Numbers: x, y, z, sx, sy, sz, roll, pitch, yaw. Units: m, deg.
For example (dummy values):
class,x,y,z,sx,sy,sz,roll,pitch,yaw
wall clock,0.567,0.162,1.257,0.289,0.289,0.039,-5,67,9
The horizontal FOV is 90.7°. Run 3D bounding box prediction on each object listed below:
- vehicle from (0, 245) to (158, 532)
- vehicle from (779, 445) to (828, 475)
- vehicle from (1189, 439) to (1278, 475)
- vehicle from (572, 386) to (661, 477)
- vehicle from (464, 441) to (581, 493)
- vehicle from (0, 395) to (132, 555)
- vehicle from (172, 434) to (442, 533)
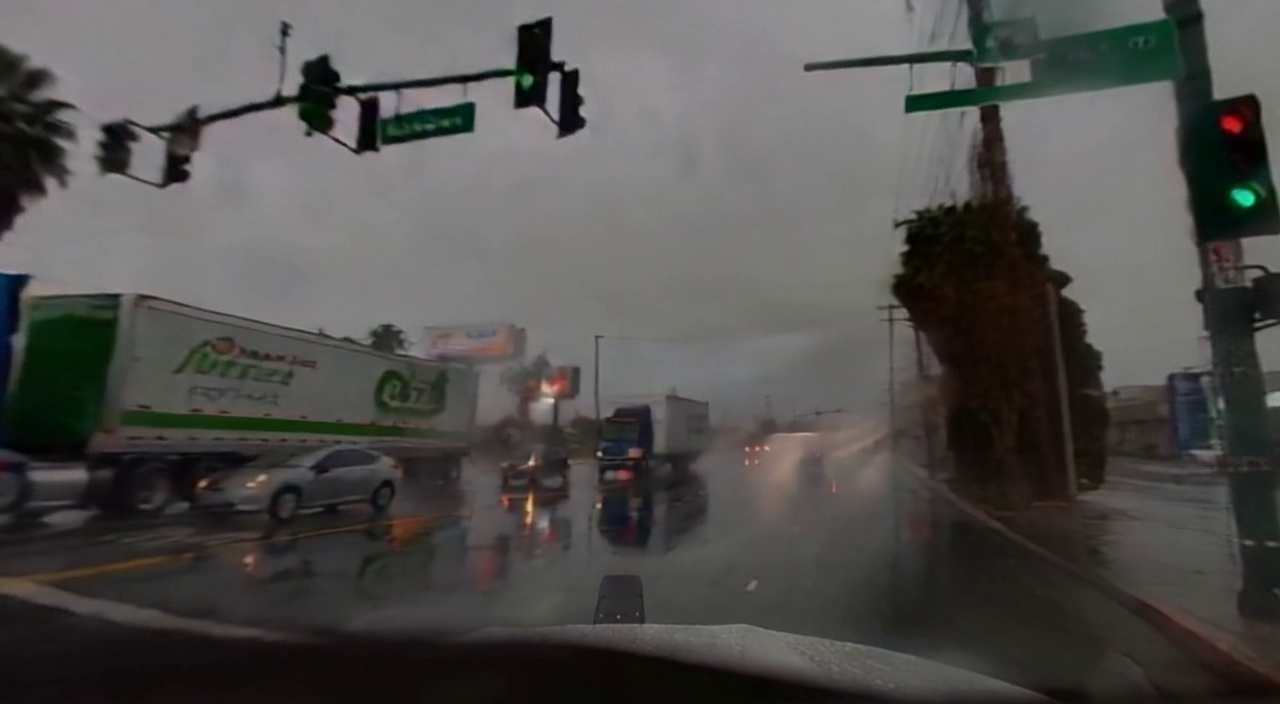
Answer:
class,x,y,z,sx,sy,sz,roll,pitch,yaw
vehicle,-11.859,0.316,8.257,3.029,4.352,8.167,-3,-9,19
vehicle,9.127,5.911,34.974,2.040,1.492,5.114,-3,-9,20
vehicle,28.305,5.006,30.323,1.697,1.559,3.647,-3,-9,20
vehicle,-1.047,3.755,29.607,3.027,3.903,3.372,-4,-9,21
vehicle,-3.854,3.899,21.620,1.919,1.512,4.443,-5,-10,19
vehicle,-9.069,1.392,6.840,2.200,1.893,5.079,-5,-10,17
vehicle,-6.533,2.569,13.241,1.949,1.510,4.958,-5,-7,19
